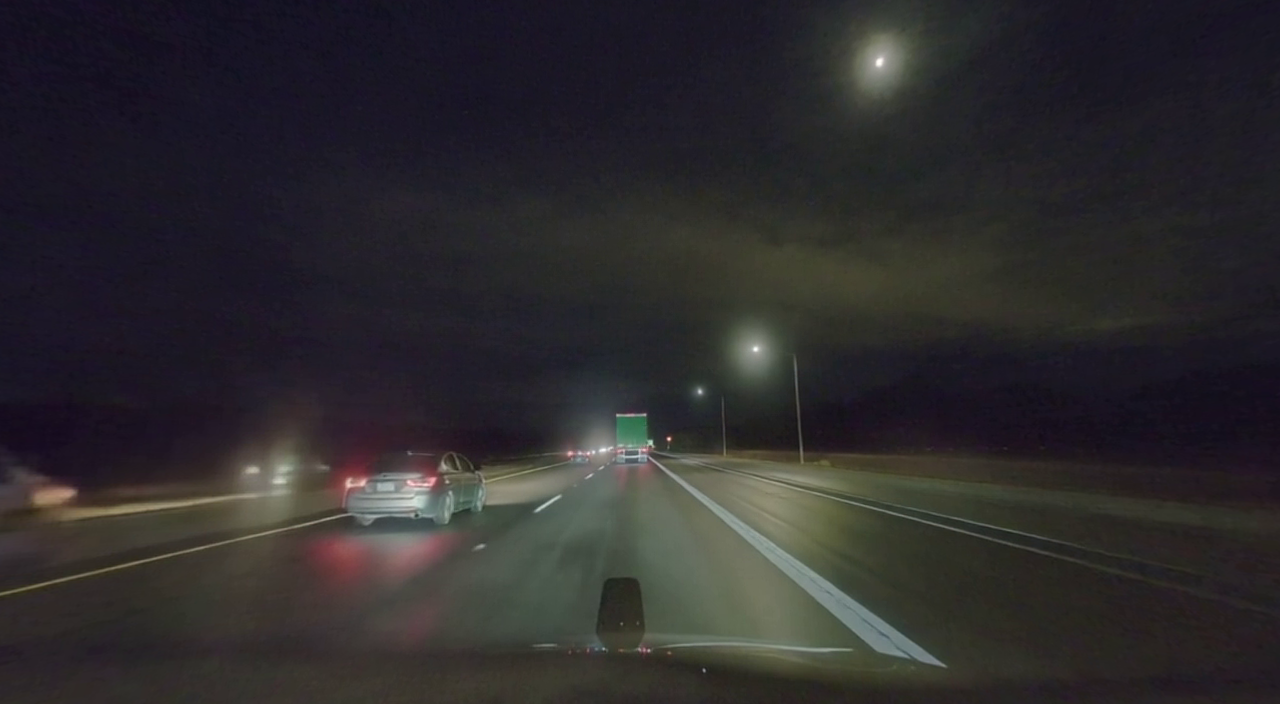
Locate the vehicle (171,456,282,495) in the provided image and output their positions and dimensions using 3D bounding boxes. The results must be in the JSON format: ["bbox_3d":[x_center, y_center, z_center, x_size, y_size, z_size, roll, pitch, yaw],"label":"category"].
[{"bbox_3d":[-16.992,5.082,26.213,1.774,1.409,4.239,0,-9,-1],"label":"vehicle"}]

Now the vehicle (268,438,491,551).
[{"bbox_3d":[-4.021,2.245,10.642,1.978,1.507,4.062,0,-9,0],"label":"vehicle"}]

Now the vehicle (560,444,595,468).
[{"bbox_3d":[-4.513,7.639,46.418,2.115,1.668,4.217,0,-9,0],"label":"vehicle"}]
